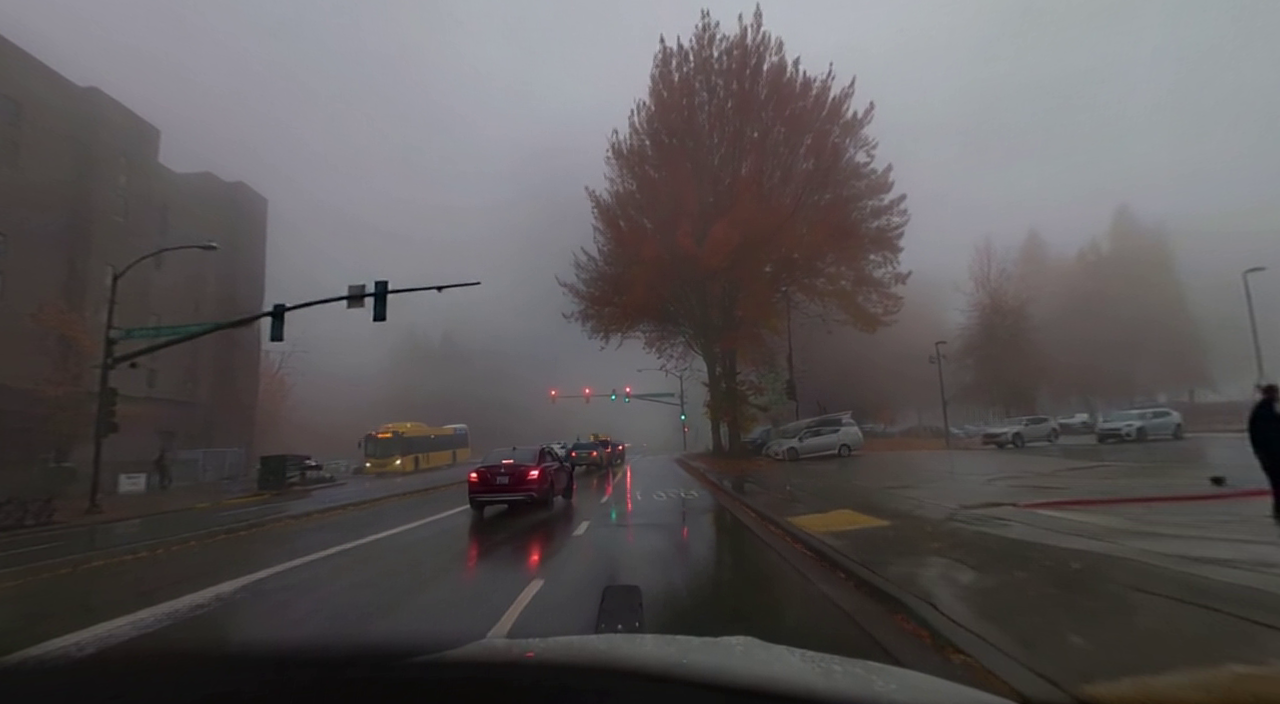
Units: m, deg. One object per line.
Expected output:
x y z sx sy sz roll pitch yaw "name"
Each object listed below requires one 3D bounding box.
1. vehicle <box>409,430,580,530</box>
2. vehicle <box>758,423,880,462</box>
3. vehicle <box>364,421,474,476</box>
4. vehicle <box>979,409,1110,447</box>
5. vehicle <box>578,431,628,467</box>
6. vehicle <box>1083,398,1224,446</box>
-2.416 2.259 11.624 2.092 1.507 4.078 -1 -9 2 "vehicle"
8.078 4.114 28.680 4.894 1.451 2.089 -3 -7 2 "vehicle"
-14.539 6.530 42.637 3.189 3.205 11.526 0 -9 0 "vehicle"
16.999 3.263 26.532 4.064 1.507 2.078 0 -9 1 "vehicle"
-1.851 5.087 32.888 2.365 1.751 3.904 0 -9 0 "vehicle"
21.488 2.960 26.349 4.172 1.687 1.773 -4 -8 1 "vehicle"
